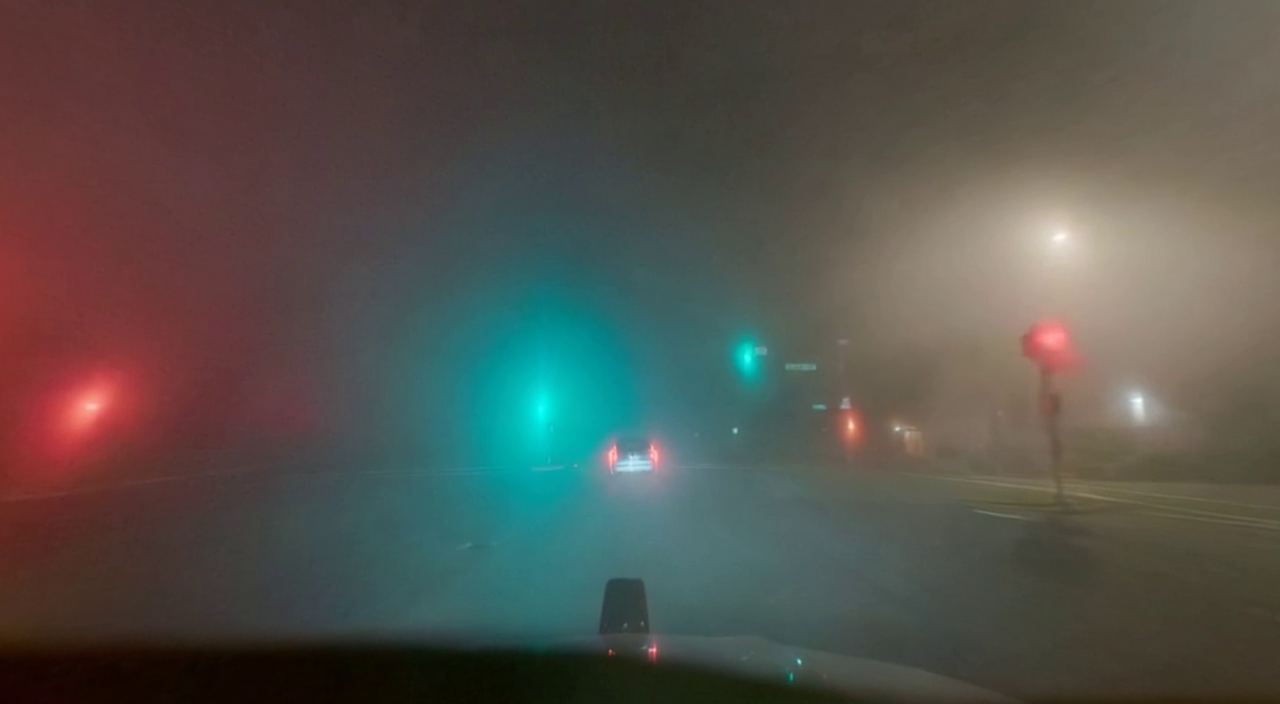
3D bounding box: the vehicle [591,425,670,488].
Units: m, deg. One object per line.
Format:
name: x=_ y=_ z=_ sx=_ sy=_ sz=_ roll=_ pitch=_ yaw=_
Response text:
vehicle: x=-0.268 y=3.211 z=19.632 sx=2.192 sy=1.734 sz=4.176 roll=0 pitch=-8 yaw=0
